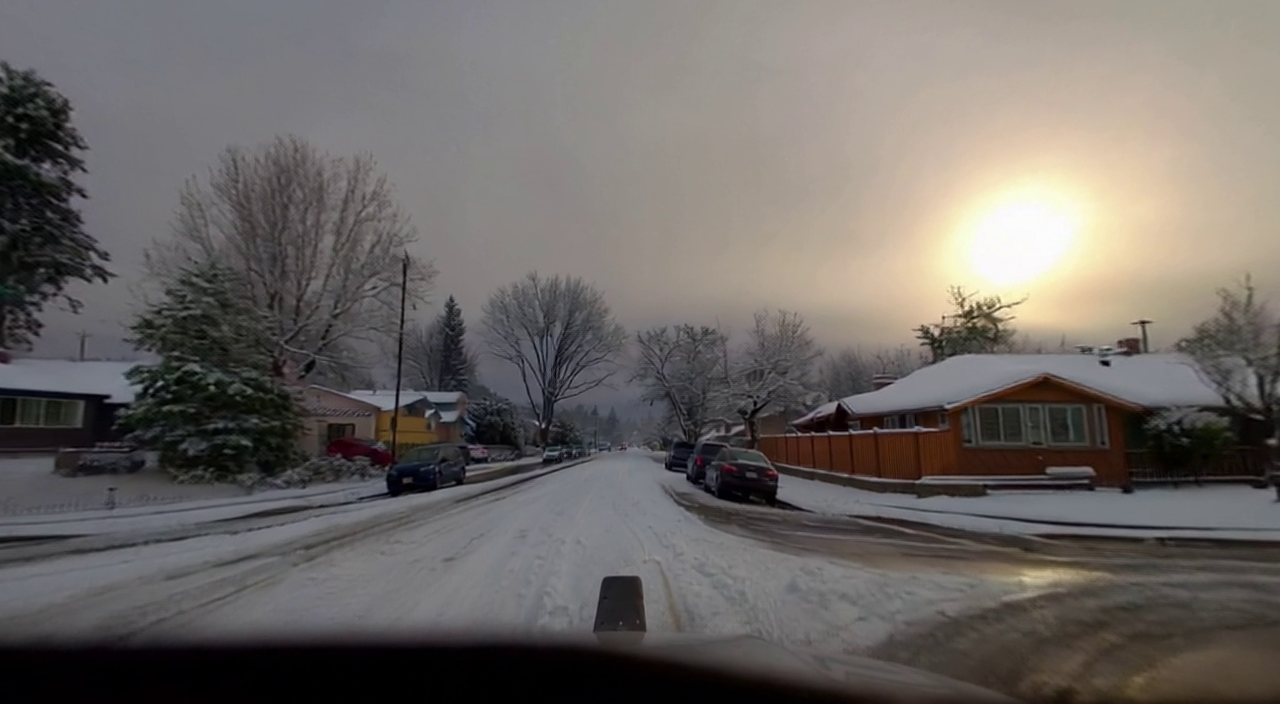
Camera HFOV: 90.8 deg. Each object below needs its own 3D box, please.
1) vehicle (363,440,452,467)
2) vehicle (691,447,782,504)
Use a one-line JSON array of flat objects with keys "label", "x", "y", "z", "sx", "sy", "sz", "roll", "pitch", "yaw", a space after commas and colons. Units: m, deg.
[{"label": "vehicle", "x": -13.515, "y": 5.930, "z": 36.972, "sx": 4.423, "sy": 1.522, "sz": 1.961, "roll": 0, "pitch": -8, "yaw": -2}, {"label": "vehicle", "x": 2.787, "y": 3.669, "z": 19.251, "sx": 1.881, "sy": 1.487, "sz": 4.183, "roll": 1, "pitch": -8, "yaw": -3}]
